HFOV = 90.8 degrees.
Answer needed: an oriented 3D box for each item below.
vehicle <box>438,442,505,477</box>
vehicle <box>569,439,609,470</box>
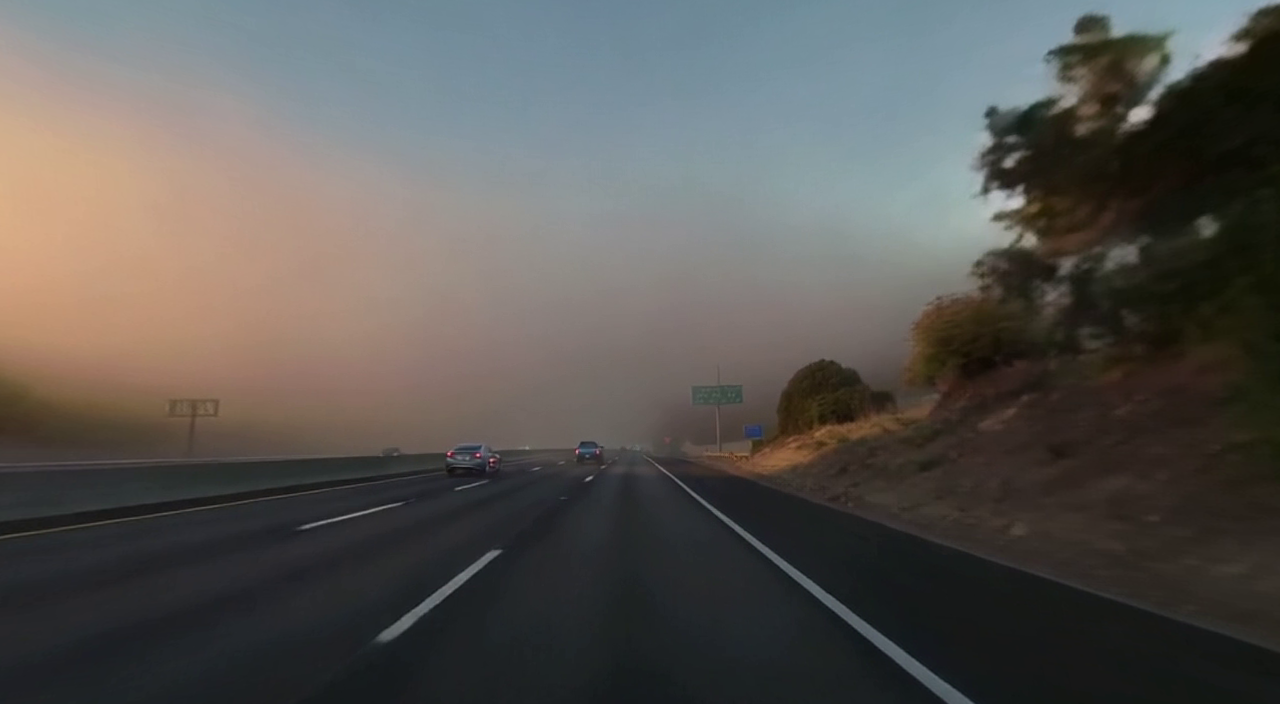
[{"bbox_3d":[-7.807,5.032,29.793,1.930,1.508,4.567,0,-9,0],"label":"vehicle"},{"bbox_3d":[-3.120,6.349,39.237,2.029,1.753,4.718,0,-9,1],"label":"vehicle"}]
